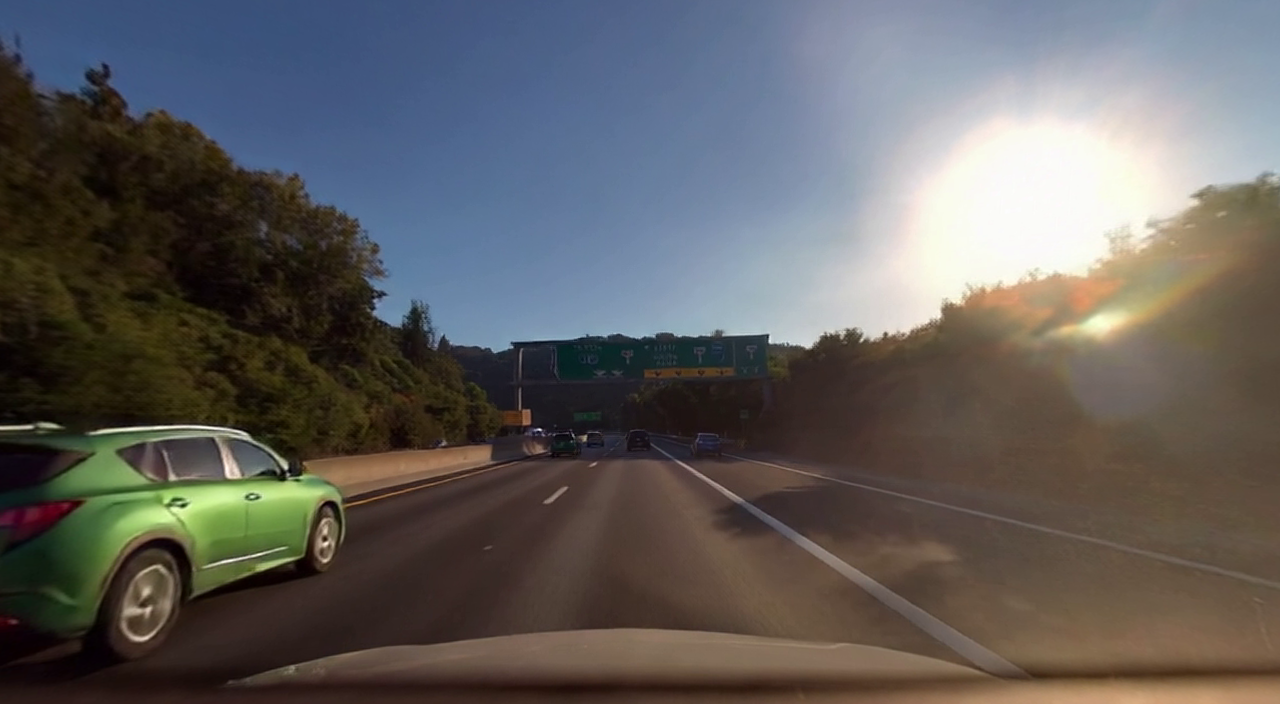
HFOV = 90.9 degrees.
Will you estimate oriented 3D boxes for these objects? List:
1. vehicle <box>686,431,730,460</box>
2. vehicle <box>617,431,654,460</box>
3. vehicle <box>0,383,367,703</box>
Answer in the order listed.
[{"bbox_3d":[3.701,5.122,34.857,1.841,1.491,3.869,0,-8,-2],"label":"vehicle"},{"bbox_3d":[-0.273,4.931,33.510,1.869,1.466,3.356,0,-8,-1],"label":"vehicle"},{"bbox_3d":[-3.969,1.108,4.418,2.023,1.512,4.804,0,-8,-1],"label":"vehicle"}]
